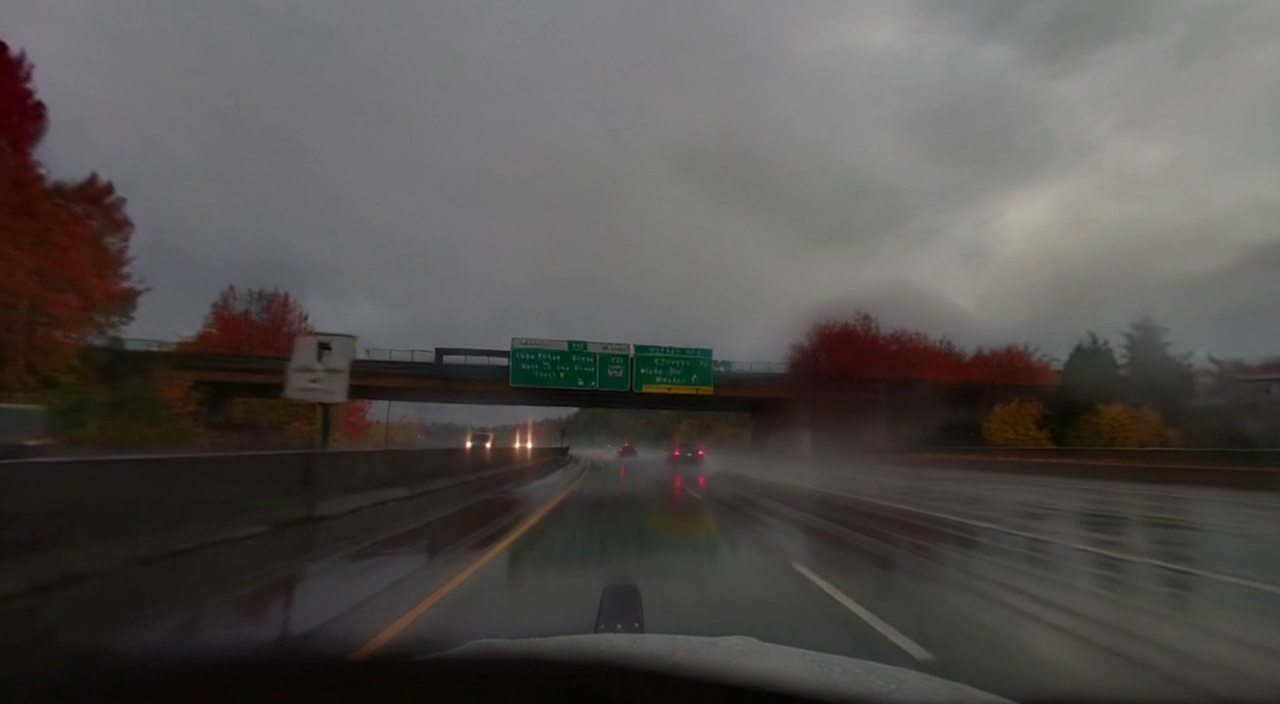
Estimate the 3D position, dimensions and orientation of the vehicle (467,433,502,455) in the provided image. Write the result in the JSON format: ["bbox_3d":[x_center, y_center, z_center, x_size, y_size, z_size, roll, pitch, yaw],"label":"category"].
[{"bbox_3d":[-12.208,7.288,49.395,1.842,1.663,3.995,0,-9,-2],"label":"vehicle"}]

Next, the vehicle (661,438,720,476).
[{"bbox_3d":[2.296,4.953,29.718,2.337,1.633,4.222,0,-9,-2],"label":"vehicle"}]
